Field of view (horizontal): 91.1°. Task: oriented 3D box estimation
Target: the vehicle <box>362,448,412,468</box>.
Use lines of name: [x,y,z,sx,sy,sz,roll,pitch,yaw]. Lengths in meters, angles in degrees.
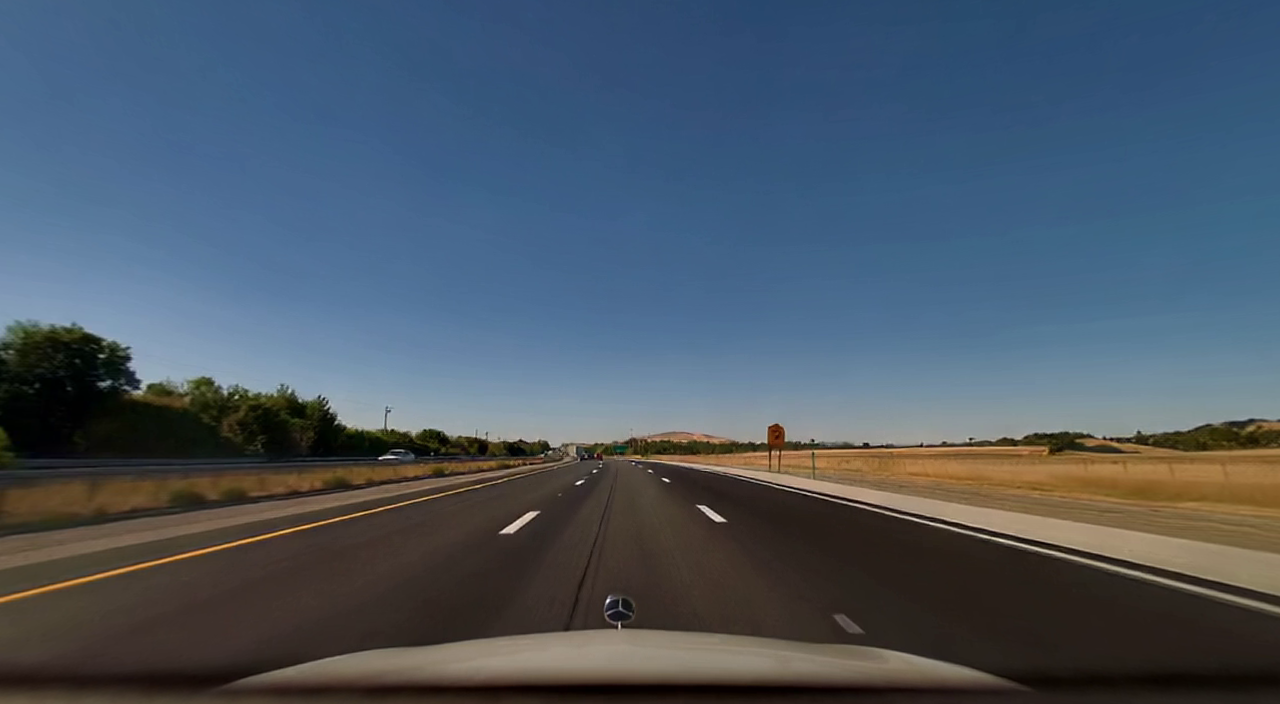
vehicle: [-18.864,7.904,47.015,1.832,1.454,4.661,0,-9,-1]
